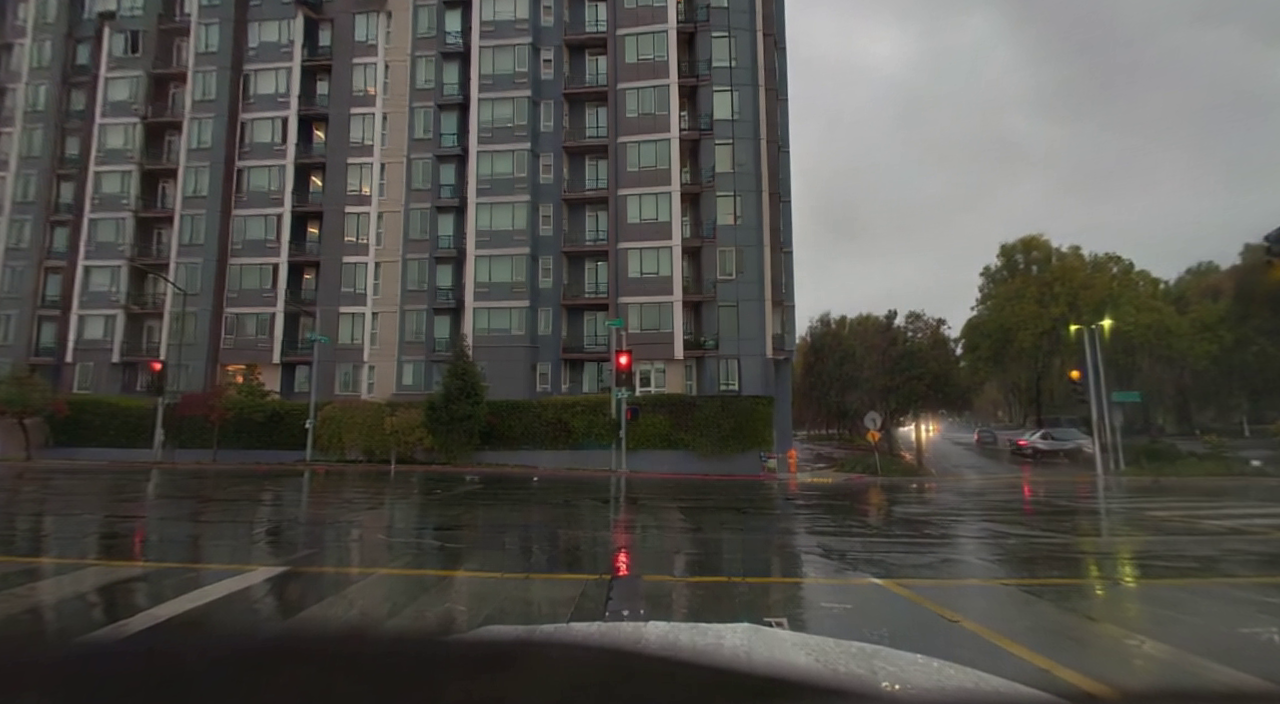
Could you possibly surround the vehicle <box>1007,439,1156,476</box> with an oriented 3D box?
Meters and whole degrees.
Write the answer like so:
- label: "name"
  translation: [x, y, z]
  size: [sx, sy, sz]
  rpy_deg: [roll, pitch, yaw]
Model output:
- label: "vehicle"
  translation: [18.577, 4.462, 26.700]
  size: [4.823, 1.458, 1.914]
  rpy_deg: [0, -9, -1]
